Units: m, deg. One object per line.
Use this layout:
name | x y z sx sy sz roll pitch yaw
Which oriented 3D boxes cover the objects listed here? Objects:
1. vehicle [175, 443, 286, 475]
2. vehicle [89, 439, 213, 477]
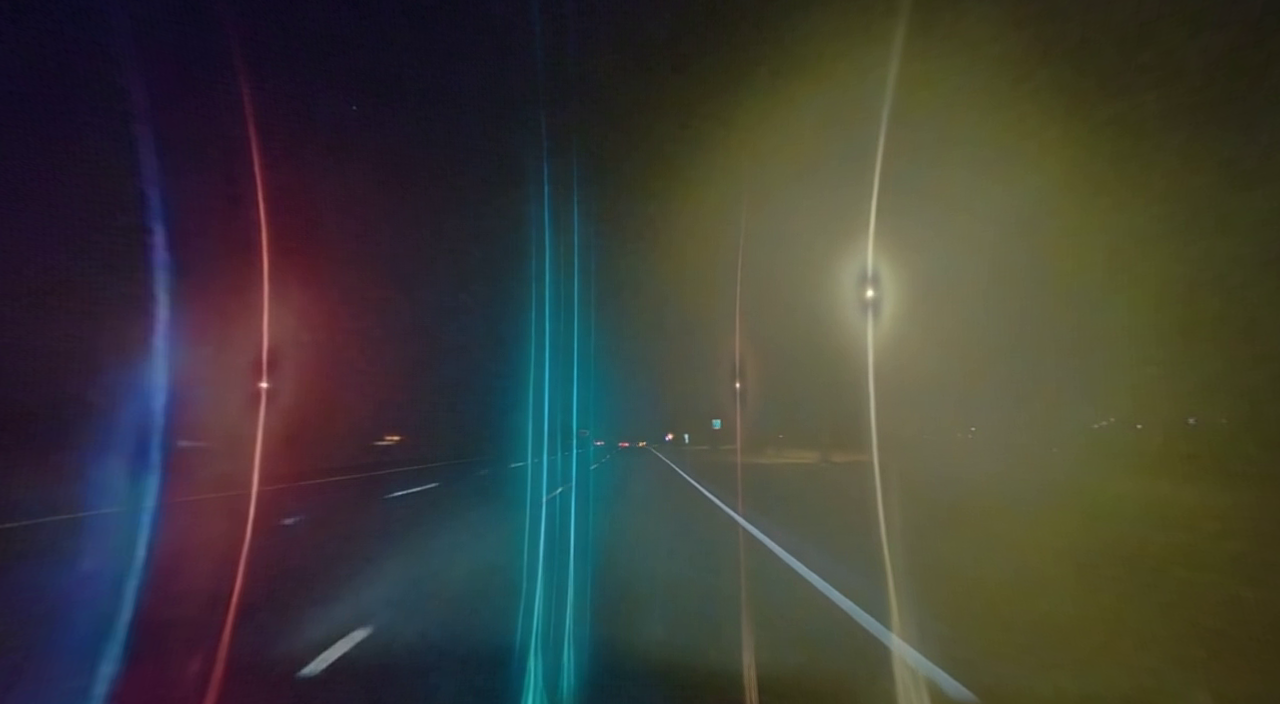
vehicle | -22.873 5.960 35.491 2.342 1.550 5.925 0 -8 0
vehicle | -22.901 4.961 29.744 1.916 1.601 4.872 0 -8 0
